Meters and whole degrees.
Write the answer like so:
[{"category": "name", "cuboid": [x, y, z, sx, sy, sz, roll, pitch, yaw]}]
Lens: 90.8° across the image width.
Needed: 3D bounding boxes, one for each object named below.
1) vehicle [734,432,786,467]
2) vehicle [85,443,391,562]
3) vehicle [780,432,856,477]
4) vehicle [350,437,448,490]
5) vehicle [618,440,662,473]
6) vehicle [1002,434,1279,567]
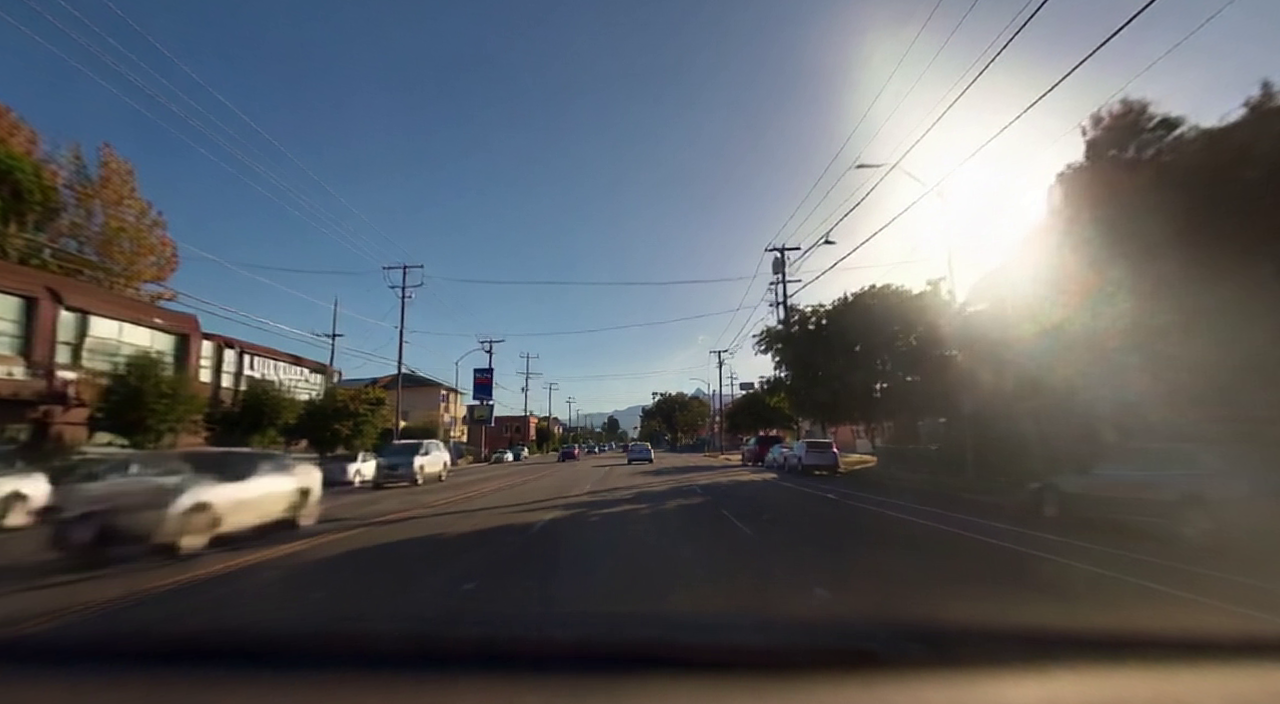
[{"category": "vehicle", "cuboid": [7.666, 6.325, 40.960, 2.257, 2.072, 5.376, -1, -8, -1]}, {"category": "vehicle", "cuboid": [-6.103, 2.284, 10.509, 1.992, 1.476, 4.682, -1, -8, 1]}, {"category": "vehicle", "cuboid": [7.924, 4.598, 28.568, 2.026, 1.851, 4.360, -1, -8, -2]}, {"category": "vehicle", "cuboid": [-9.553, 4.430, 25.528, 2.048, 1.890, 4.780, -1, -8, 0]}, {"category": "vehicle", "cuboid": [-0.008, 5.265, 32.105, 2.067, 1.547, 4.513, -1, -8, 0]}, {"category": "vehicle", "cuboid": [7.861, 2.019, 9.558, 1.936, 1.479, 4.736, -1, -8, 0]}]
